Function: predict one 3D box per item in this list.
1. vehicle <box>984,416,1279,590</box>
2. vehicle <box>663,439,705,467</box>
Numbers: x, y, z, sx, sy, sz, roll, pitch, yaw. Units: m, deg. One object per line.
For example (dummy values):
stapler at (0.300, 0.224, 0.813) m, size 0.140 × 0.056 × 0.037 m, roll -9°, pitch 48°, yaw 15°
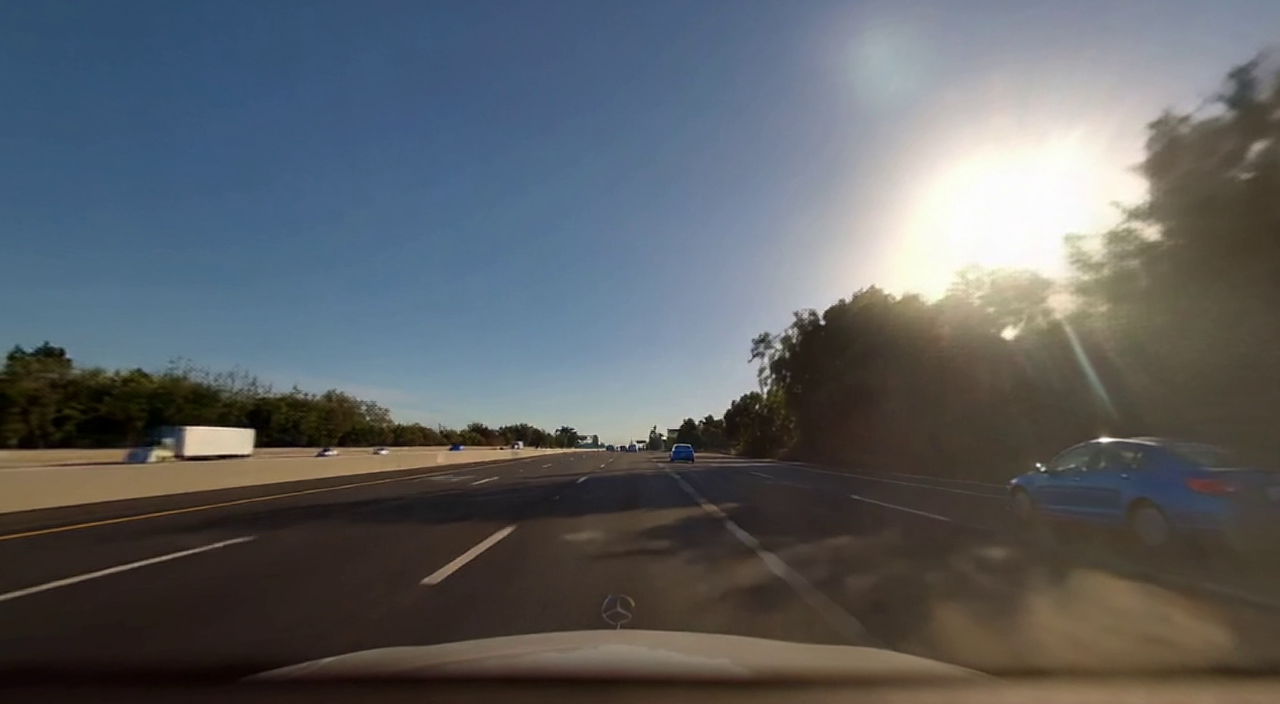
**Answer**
vehicle at (6.765, 1.650, 7.734) m, size 2.227 × 1.522 × 5.041 m, roll 0°, pitch -8°, yaw 0°
vehicle at (2.691, 6.294, 39.421) m, size 2.270 × 1.615 × 3.770 m, roll 0°, pitch -8°, yaw -1°
